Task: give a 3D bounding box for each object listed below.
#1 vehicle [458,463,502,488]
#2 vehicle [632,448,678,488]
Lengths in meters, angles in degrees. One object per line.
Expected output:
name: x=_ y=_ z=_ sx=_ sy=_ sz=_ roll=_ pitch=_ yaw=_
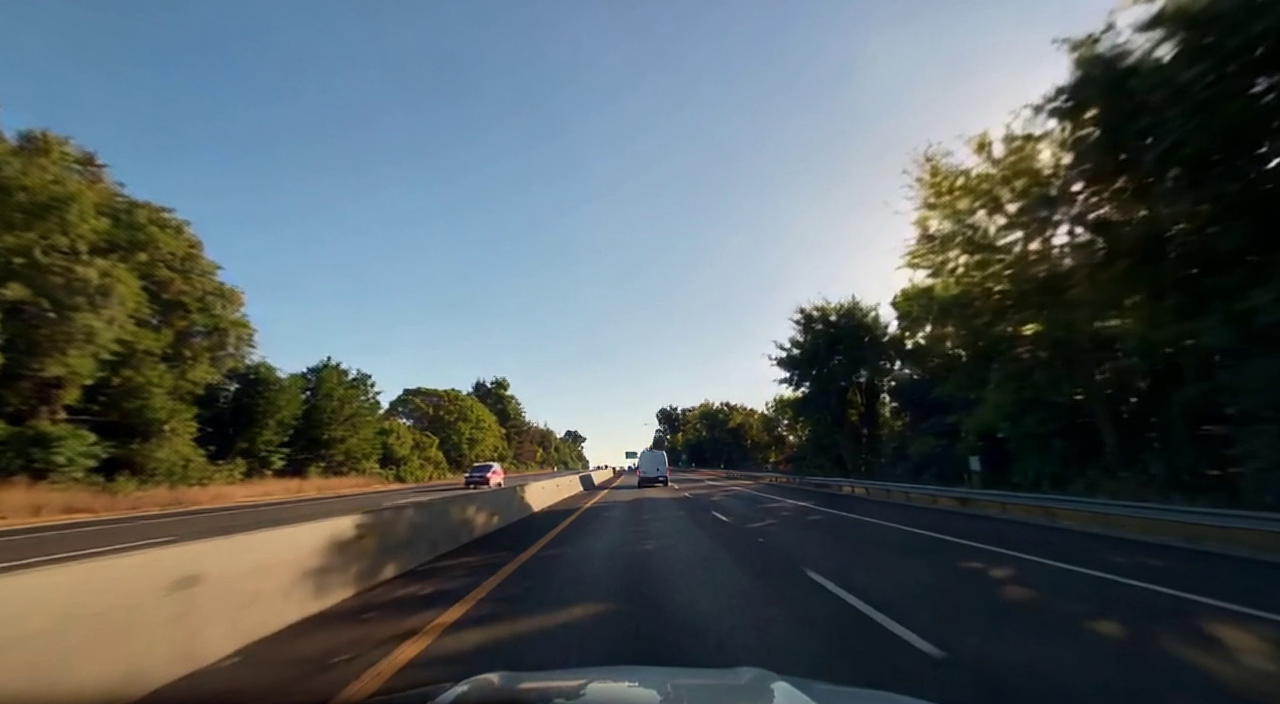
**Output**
vehicle: x=-11.923 y=9.217 z=47.260 sx=2.023 sy=1.743 sz=4.528 roll=1 pitch=-11 yaw=0
vehicle: x=0.802 y=6.792 z=36.843 sx=2.429 sy=2.167 sz=4.558 roll=1 pitch=-11 yaw=-2
